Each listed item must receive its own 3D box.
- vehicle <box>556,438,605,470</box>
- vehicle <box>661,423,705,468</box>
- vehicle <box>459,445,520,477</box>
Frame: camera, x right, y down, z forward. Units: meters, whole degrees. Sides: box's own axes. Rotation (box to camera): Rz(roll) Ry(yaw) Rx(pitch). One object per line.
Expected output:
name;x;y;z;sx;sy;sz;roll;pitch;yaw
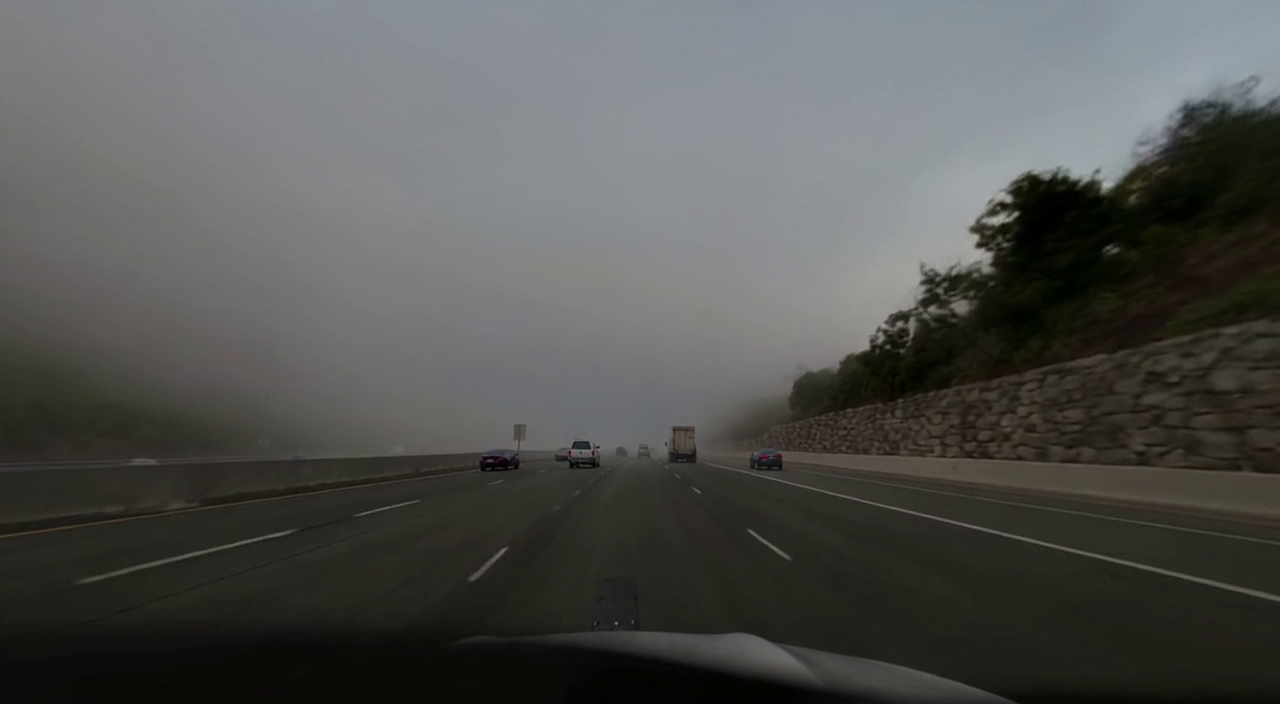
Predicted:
vehicle;-3.955;6.945;43.123;2.720;2.041;5.432;0;-8;1
vehicle;3.168;7.155;48.445;2.795;3.187;7.205;0;-8;0
vehicle;-7.852;5.713;33.396;2.102;1.522;4.394;0;-8;0
